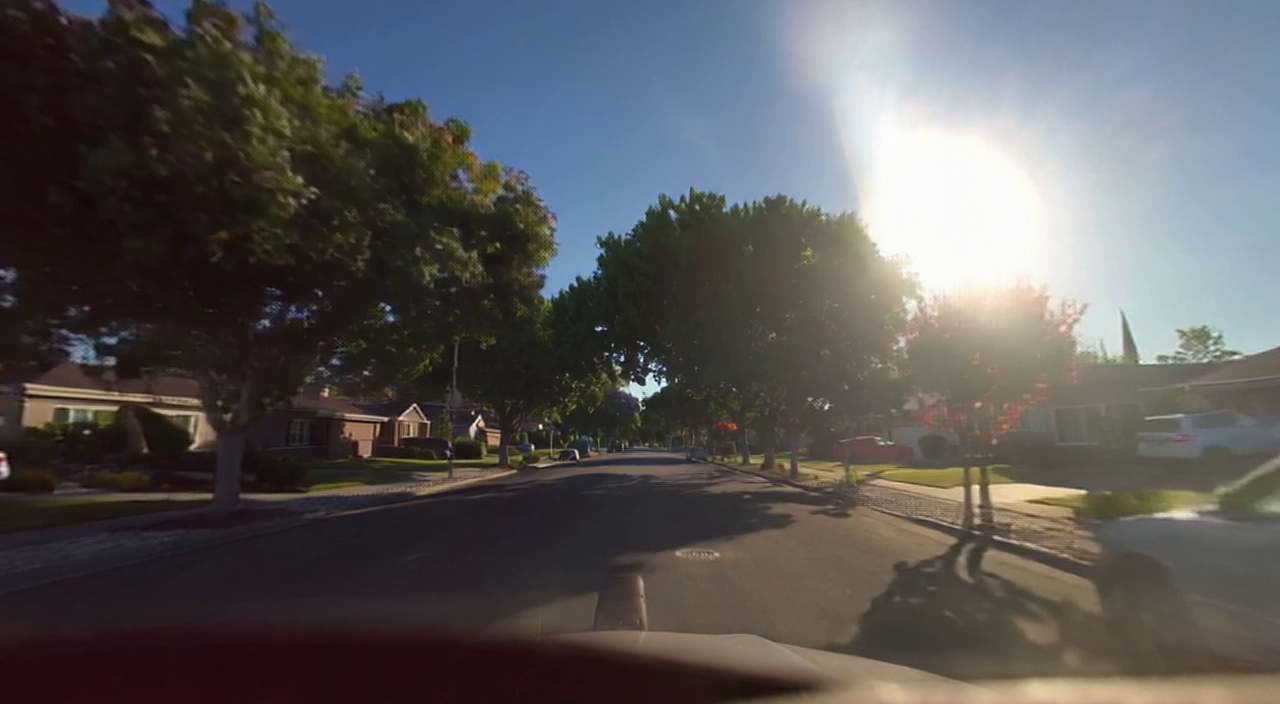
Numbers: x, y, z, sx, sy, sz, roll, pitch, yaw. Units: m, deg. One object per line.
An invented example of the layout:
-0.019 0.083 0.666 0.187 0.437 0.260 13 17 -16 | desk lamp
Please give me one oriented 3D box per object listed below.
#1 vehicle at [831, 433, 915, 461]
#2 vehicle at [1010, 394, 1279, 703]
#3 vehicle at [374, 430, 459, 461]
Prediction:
14.167 5.735 38.451 4.391 1.555 1.953 1 -7 -13 | vehicle
3.863 0.911 2.262 2.136 1.596 4.790 0 -8 0 | vehicle
-15.307 6.470 43.433 5.003 1.805 2.041 10 -13 -37 | vehicle
